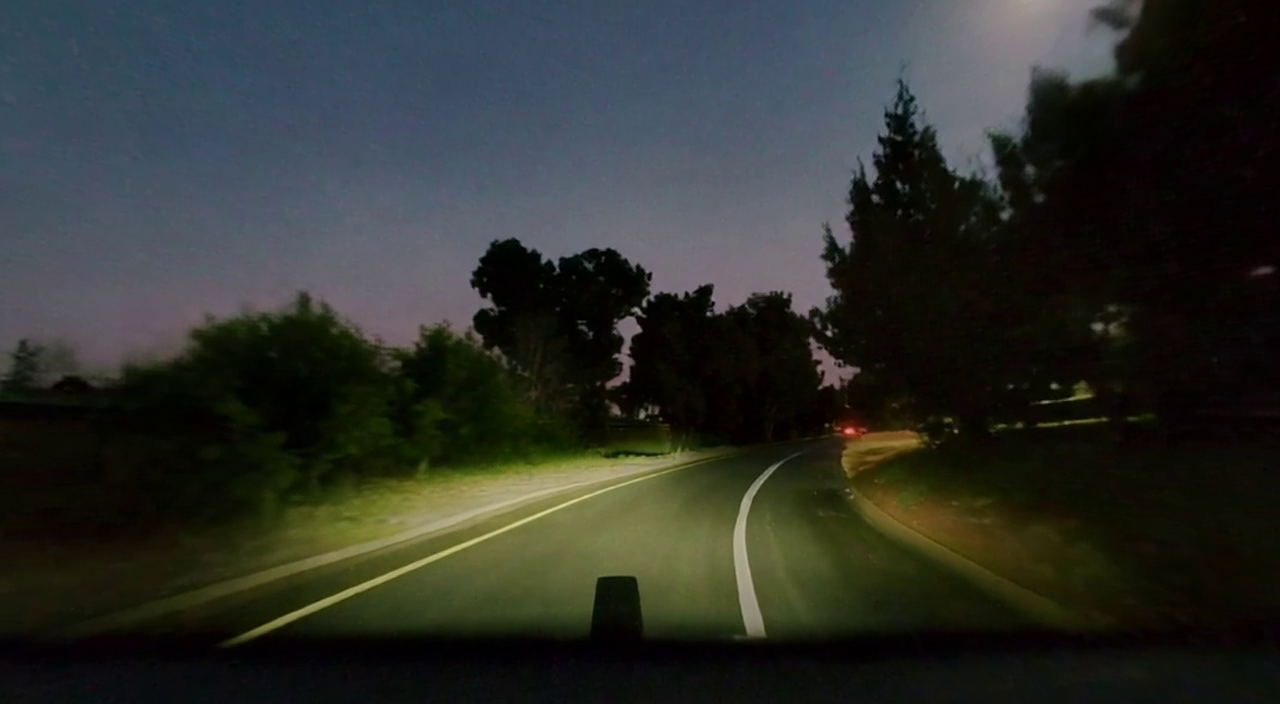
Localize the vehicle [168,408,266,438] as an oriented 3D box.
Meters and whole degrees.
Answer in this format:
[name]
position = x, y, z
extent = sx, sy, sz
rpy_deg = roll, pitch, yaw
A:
[vehicle]
position = -32.101, 5.439, 48.069
extent = 2.424, 2.051, 5.709
rpy_deg = -6, -9, 23
